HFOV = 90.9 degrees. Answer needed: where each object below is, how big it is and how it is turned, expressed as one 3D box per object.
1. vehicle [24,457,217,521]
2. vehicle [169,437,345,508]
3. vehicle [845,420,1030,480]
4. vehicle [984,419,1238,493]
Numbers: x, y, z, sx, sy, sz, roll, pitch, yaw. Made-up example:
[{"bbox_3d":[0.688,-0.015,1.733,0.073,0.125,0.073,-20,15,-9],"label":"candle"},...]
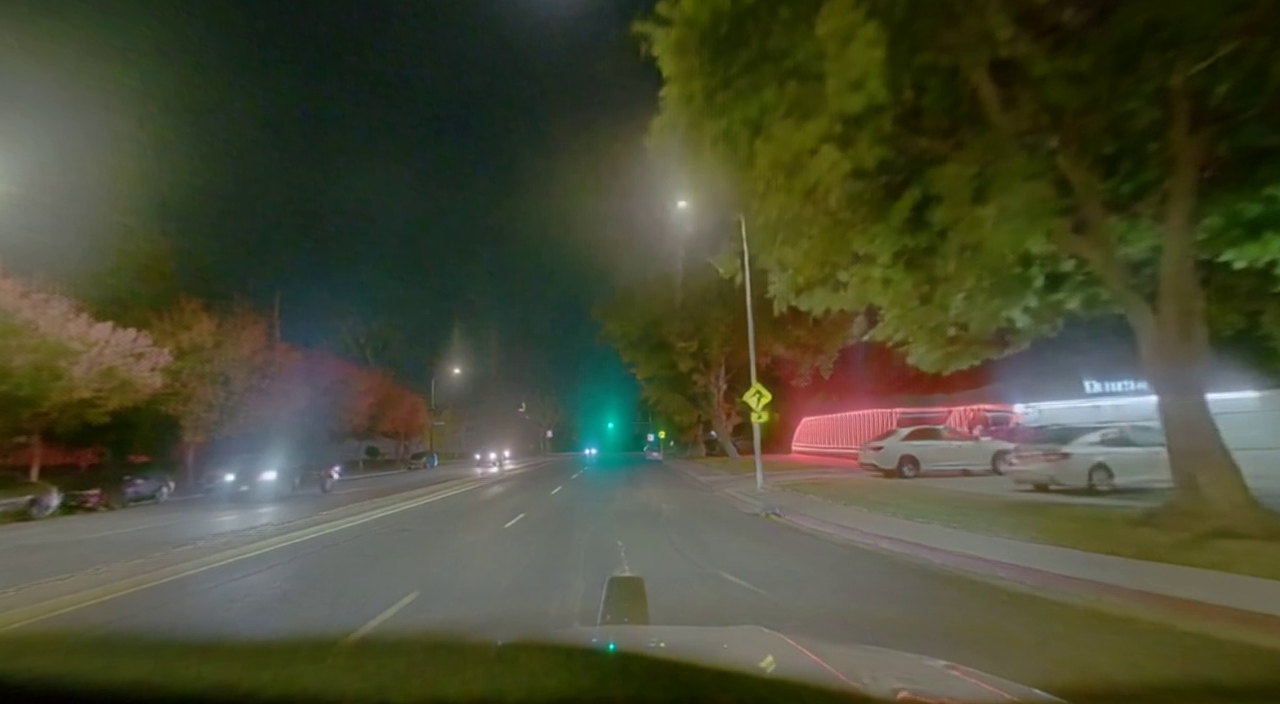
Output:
[{"bbox_3d":[-15.575,4.088,19.345,2.093,1.474,4.638,-3,-8,-2],"label":"vehicle"},{"bbox_3d":[-12.253,3.854,20.861,2.228,1.976,5.857,0,-8,-1],"label":"vehicle"},{"bbox_3d":[9.282,3.077,19.923,4.843,1.748,1.985,1,-9,-5],"label":"vehicle"},{"bbox_3d":[10.139,2.254,13.757,4.257,1.474,1.751,1,-9,-6],"label":"vehicle"}]
